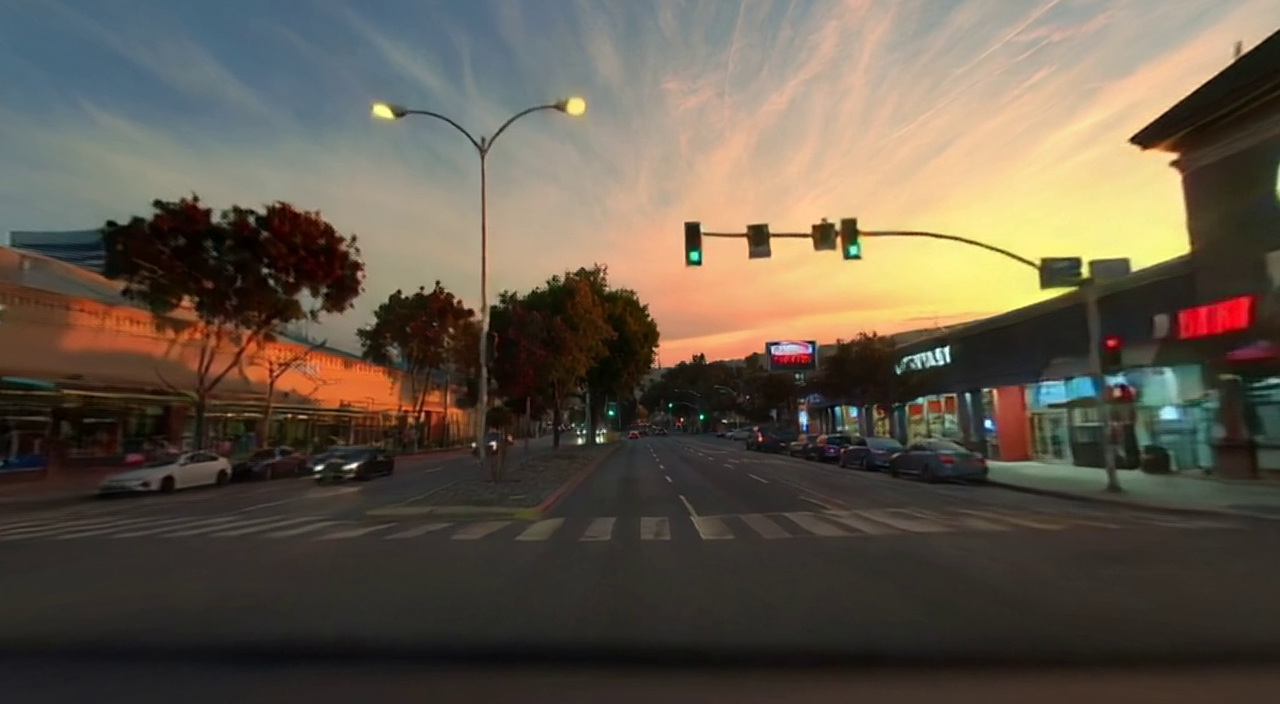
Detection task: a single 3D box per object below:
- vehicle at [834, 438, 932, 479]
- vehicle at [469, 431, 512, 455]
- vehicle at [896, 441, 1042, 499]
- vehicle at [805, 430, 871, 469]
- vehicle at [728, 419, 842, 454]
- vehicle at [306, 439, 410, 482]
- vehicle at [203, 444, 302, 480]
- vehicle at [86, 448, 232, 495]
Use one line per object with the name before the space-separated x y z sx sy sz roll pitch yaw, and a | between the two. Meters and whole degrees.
vehicle | 9.770 4.283 25.894 1.913 1.492 4.787 0 -8 -3
vehicle | -11.024 6.730 46.847 2.027 1.722 4.471 0 -8 1
vehicle | 9.697 3.473 19.134 1.948 1.483 4.645 0 -8 0
vehicle | 9.946 4.888 32.061 1.925 1.808 4.255 0 -8 0
vehicle | 9.844 6.007 44.224 6.229 2.004 6.552 -2 -10 -2
vehicle | -10.974 4.235 25.040 1.943 1.501 4.626 0 -8 1
vehicle | -18.137 5.125 29.836 1.756 1.525 4.355 -1 -8 3
vehicle | -18.075 4.456 24.099 1.858 1.493 4.721 0 -8 0
